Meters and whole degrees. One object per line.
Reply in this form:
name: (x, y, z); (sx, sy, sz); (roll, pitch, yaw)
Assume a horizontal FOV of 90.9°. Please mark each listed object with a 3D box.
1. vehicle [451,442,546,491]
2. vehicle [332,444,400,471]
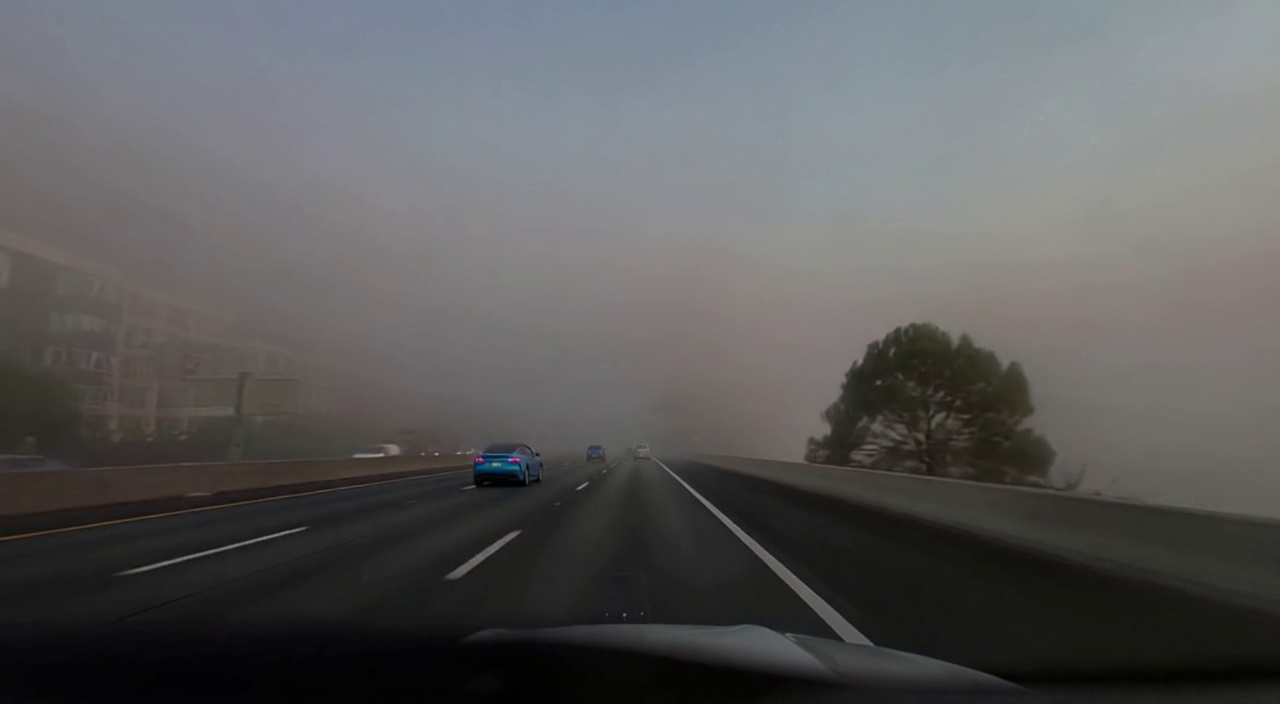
vehicle: (-4.589, 3.764, 21.148); (2.083, 1.471, 4.350); (0, -8, 1)
vehicle: (-17.066, 6.572, 39.556); (2.067, 1.558, 4.631); (0, -8, 1)
